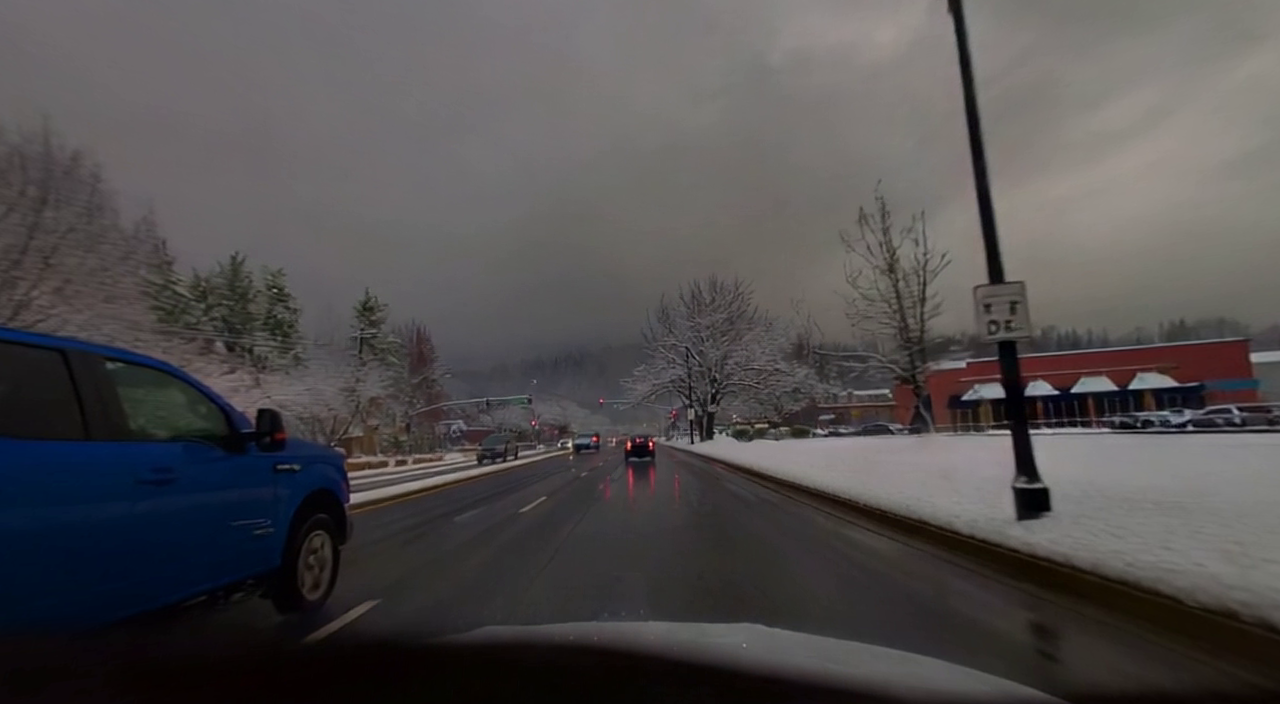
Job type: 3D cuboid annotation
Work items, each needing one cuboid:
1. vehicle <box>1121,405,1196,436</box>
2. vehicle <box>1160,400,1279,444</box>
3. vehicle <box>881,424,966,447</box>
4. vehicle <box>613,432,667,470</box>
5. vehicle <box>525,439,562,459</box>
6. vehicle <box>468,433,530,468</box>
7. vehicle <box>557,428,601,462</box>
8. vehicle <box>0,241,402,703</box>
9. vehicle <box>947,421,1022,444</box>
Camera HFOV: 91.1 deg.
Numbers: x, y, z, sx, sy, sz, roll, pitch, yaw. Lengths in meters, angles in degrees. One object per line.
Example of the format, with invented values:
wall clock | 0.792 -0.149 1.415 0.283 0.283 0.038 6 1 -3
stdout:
vehicle | 35.060 4.703 42.420 4.805 1.911 2.234 5 -10 -31
vehicle | 23.913 2.859 25.413 4.074 1.493 1.981 -9 -11 33
vehicle | 19.311 5.732 42.782 5.025 1.475 1.956 -5 -9 29
vehicle | -0.028 4.383 27.987 2.191 1.530 4.470 0 -8 -1
vehicle | -7.438 7.519 48.688 2.065 1.495 4.481 0 -8 1
vehicle | -7.789 5.494 35.326 2.146 1.788 5.153 0 -8 2
vehicle | -3.753 5.820 39.364 2.243 1.976 4.514 0 -8 1
vehicle | -3.564 0.647 2.204 2.552 2.079 6.810 0 -8 2
vehicle | 25.031 5.896 45.682 4.588 1.555 1.939 -6 -10 30
